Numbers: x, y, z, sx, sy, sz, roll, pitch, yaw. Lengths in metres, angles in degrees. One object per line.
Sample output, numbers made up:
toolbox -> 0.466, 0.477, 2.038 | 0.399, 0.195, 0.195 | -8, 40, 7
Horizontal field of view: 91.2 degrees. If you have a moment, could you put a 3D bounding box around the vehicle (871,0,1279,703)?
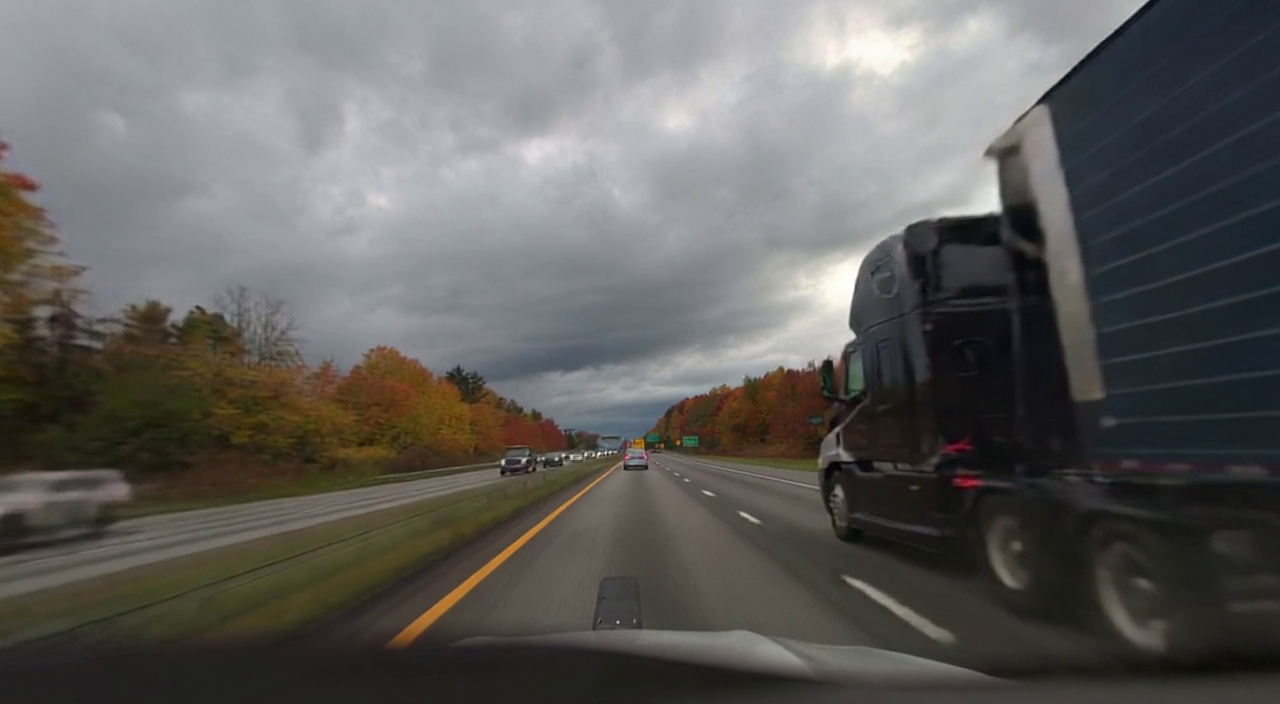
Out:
vehicle -> 4.602, -0.552, 1.032 | 2.910, 4.090, 14.063 | 0, -9, -1

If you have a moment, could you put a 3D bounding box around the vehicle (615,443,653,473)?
vehicle -> -0.369, 6.403, 38.008 | 2.168, 1.705, 4.272 | 0, -9, -1

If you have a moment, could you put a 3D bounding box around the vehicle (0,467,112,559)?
vehicle -> -13.330, 3.176, 12.245 | 1.999, 1.686, 4.588 | 0, -9, 0

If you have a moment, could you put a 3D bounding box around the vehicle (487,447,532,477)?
vehicle -> -9.363, 7.909, 45.334 | 2.221, 2.006, 4.849 | 0, -9, 0
